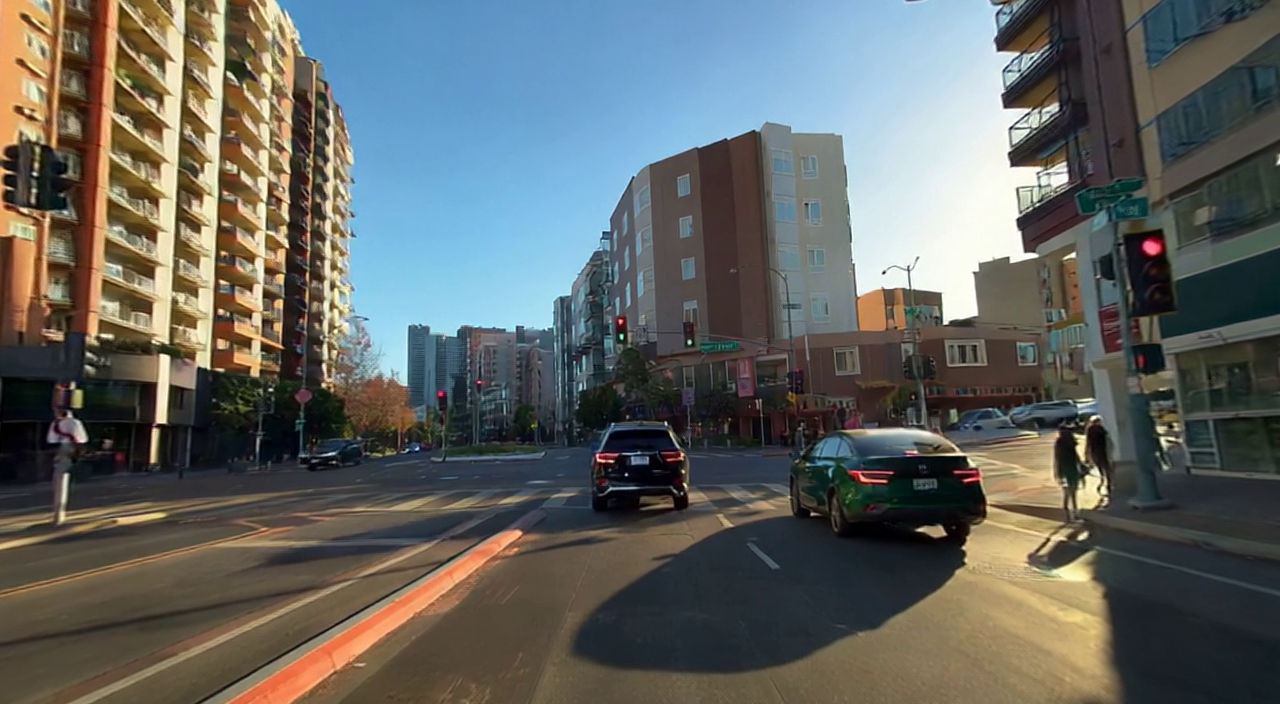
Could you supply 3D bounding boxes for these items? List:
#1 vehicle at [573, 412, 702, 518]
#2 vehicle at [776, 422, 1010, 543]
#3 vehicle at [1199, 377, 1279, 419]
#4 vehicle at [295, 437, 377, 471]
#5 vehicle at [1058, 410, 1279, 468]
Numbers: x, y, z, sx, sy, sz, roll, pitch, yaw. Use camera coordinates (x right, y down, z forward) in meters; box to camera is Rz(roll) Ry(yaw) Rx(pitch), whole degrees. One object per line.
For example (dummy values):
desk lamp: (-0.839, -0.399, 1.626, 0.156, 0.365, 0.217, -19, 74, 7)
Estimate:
vehicle: (-0.009, 2.215, 12.785, 2.168, 1.776, 4.135, 0, -8, 1)
vehicle: (3.739, 2.014, 10.423, 1.987, 1.538, 4.510, 0, -8, 0)
vehicle: (26.749, 1.956, 26.773, 4.287, 1.639, 1.729, 0, -8, 2)
vehicle: (-16.622, 5.594, 34.843, 2.132, 1.710, 4.504, -1, -8, 3)
vehicle: (14.281, 2.373, 17.227, 4.354, 1.466, 1.863, 0, -8, 1)
